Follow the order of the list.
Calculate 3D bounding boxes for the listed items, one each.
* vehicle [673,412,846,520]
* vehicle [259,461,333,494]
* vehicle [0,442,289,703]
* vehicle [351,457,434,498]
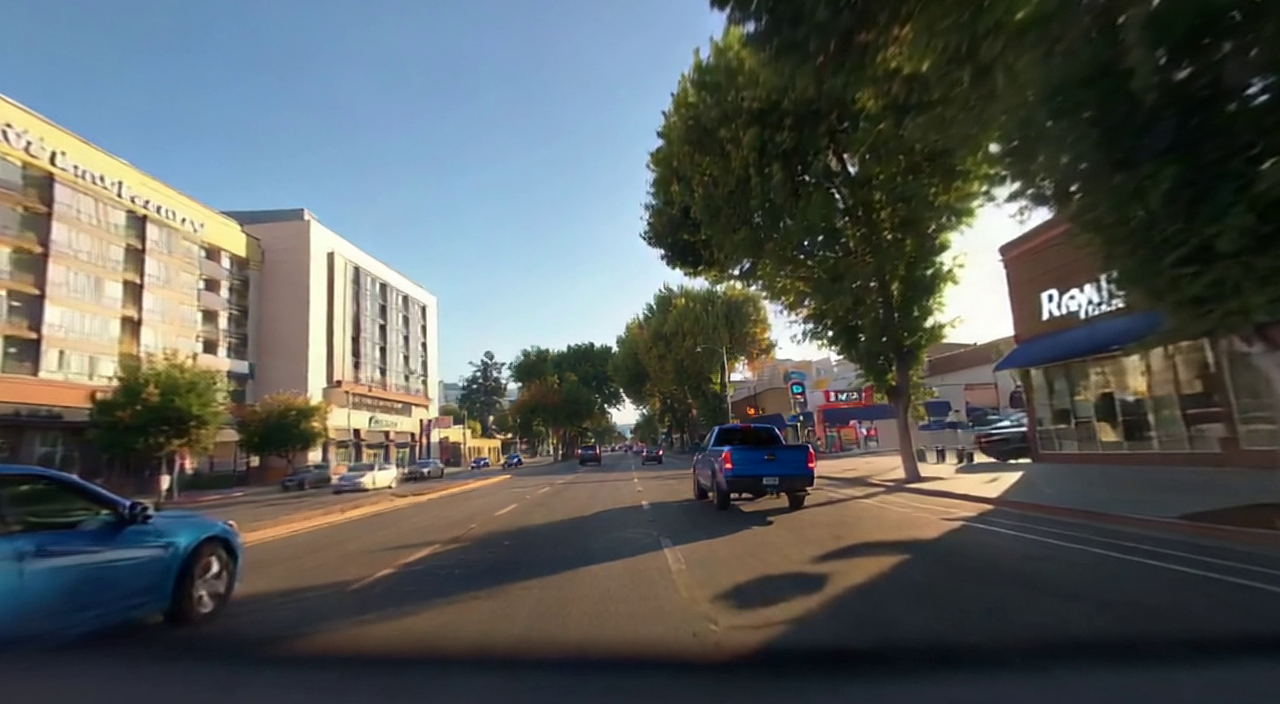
[{"bbox_3d":[2.349,2.515,14.535,2.590,1.932,5.776,0,-8,-3],"label":"vehicle"},{"bbox_3d":[-21.441,7.801,39.579,2.078,1.779,4.497,-1,-8,0],"label":"vehicle"},{"bbox_3d":[-3.704,1.125,2.736,1.888,1.424,4.553,-1,-8,-2],"label":"vehicle"},{"bbox_3d":[-9.947,5.053,25.786,1.780,1.412,4.283,-1,-8,-2],"label":"vehicle"}]
